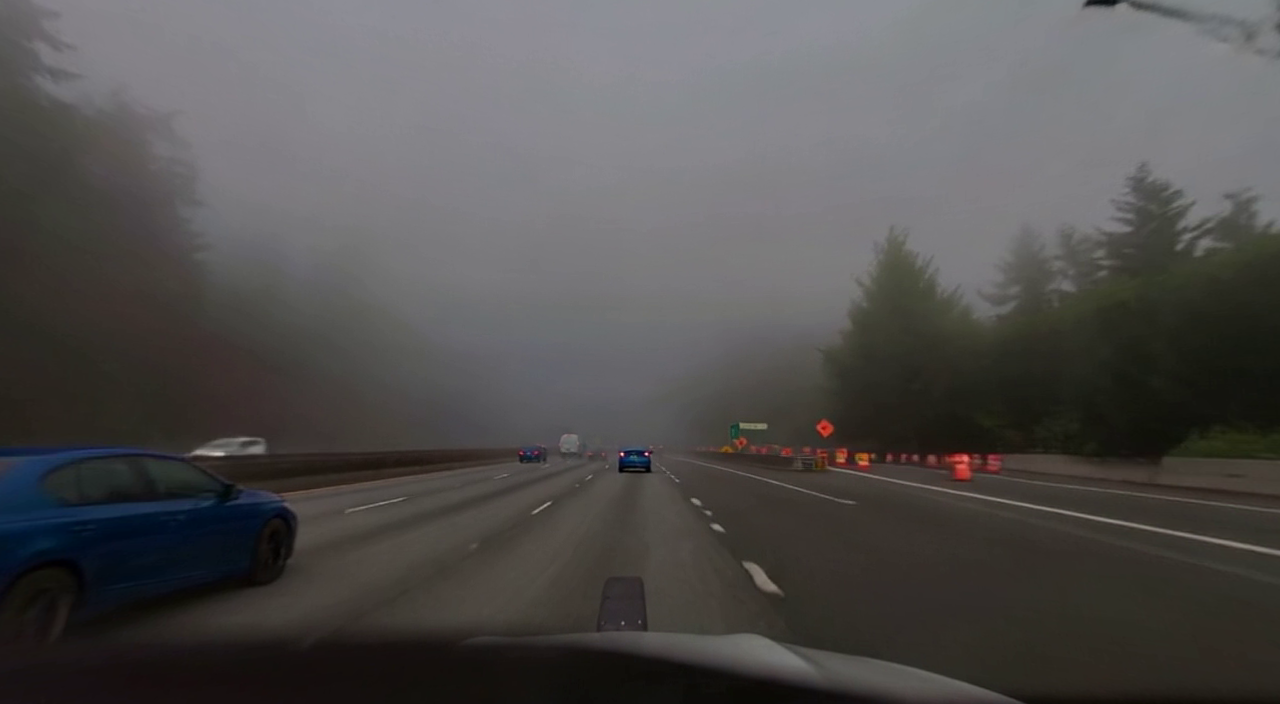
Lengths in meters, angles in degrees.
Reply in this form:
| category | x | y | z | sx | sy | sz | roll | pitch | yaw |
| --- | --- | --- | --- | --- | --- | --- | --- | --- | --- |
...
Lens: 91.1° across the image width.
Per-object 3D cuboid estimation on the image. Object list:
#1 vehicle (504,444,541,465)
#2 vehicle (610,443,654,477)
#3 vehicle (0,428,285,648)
| category | x | y | z | sx | sy | sz | roll | pitch | yaw |
| --- | --- | --- | --- | --- | --- | --- | --- | --- | --- |
| vehicle | -8.604 | 7.540 | 46.327 | 1.946 | 1.472 | 4.472 | 0 | -8 | 0 |
| vehicle | -0.364 | 5.125 | 30.189 | 1.963 | 1.462 | 4.681 | 0 | -8 | 0 |
| vehicle | -5.144 | 1.345 | 4.992 | 2.001 | 1.415 | 4.360 | 0 | -8 | 2 |
